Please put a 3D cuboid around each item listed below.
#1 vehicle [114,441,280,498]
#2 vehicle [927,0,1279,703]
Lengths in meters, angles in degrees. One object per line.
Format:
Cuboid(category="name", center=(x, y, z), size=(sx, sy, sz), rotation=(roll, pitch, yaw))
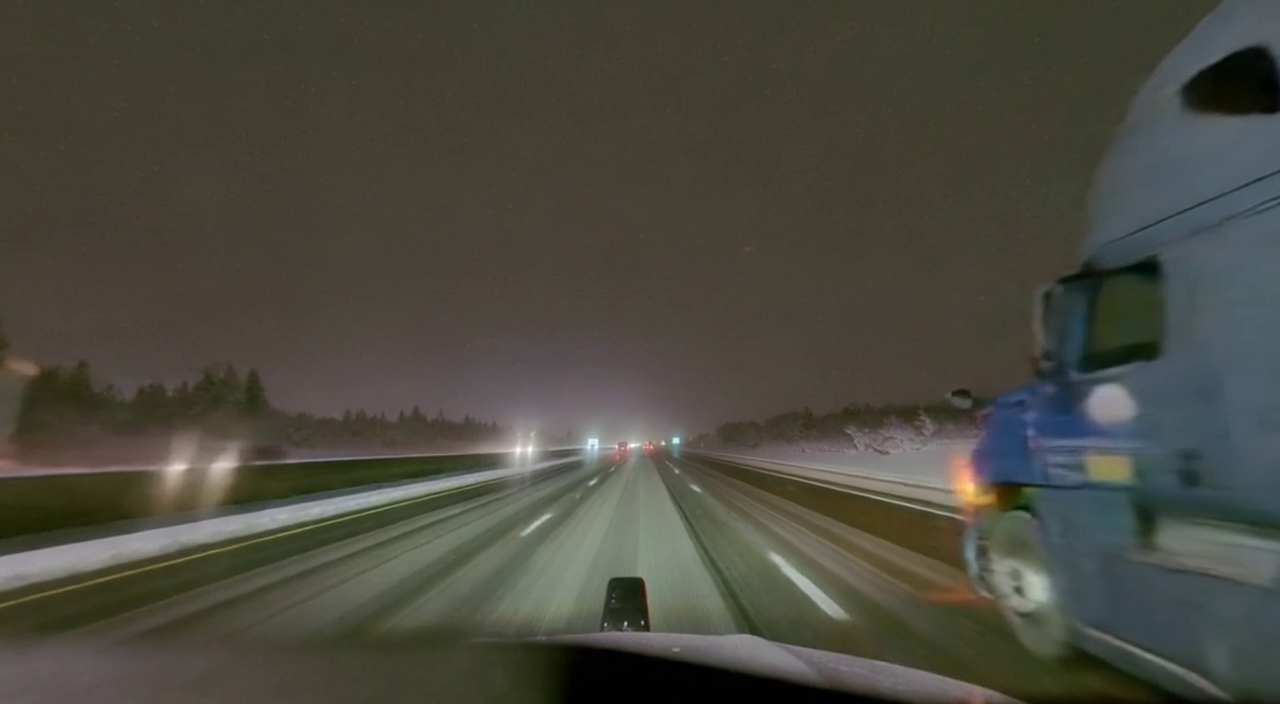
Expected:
Cuboid(category="vehicle", center=(-15.115, 3.985, 21.920), size=(2.077, 1.717, 4.911), rotation=(0, -8, 1))
Cuboid(category="vehicle", center=(3.701, -0.434, 1.381), size=(3.079, 3.852, 6.223), rotation=(0, -8, 0))
